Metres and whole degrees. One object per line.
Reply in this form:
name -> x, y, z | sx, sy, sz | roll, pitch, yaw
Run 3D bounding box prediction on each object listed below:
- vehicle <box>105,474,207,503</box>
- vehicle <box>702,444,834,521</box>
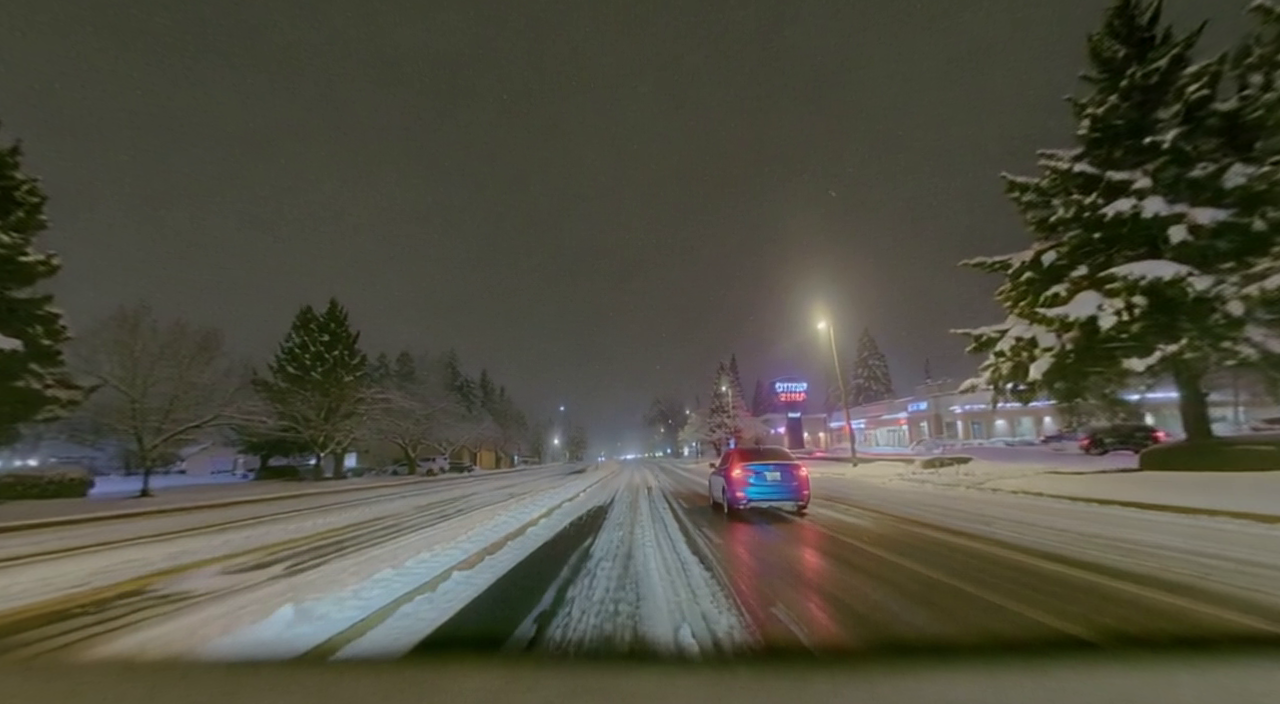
vehicle -> -27.459, 7.726, 35.900 | 4.294, 1.417, 1.802 | 5, -11, -29
vehicle -> 2.780, 2.988, 14.853 | 2.015, 1.479, 4.444 | 0, -10, -2
